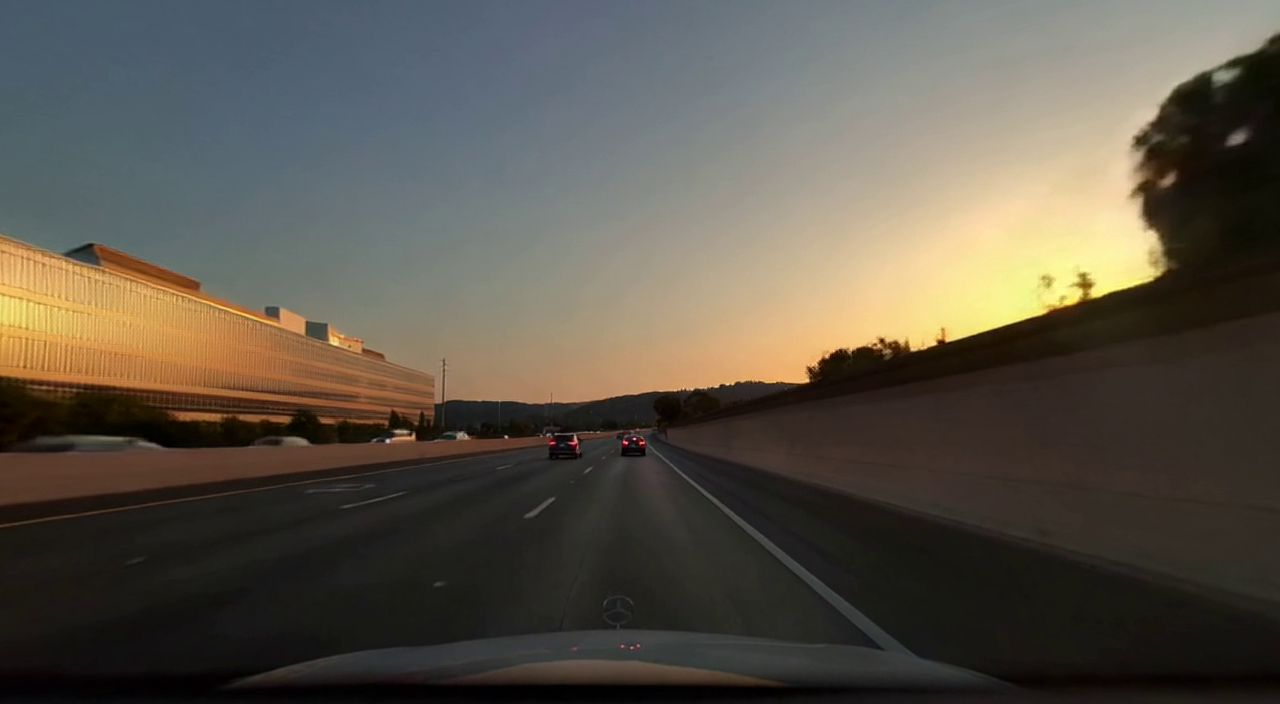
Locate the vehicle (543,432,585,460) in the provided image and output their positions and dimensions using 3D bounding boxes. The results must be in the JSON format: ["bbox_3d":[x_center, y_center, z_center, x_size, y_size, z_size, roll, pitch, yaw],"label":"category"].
[{"bbox_3d":[-4.647,5.793,38.943,2.036,1.612,4.510,0,-8,0],"label":"vehicle"}]

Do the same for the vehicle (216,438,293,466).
[{"bbox_3d":[-21.050,5.442,34.489,1.775,1.458,3.812,0,-8,0],"label":"vehicle"}]
